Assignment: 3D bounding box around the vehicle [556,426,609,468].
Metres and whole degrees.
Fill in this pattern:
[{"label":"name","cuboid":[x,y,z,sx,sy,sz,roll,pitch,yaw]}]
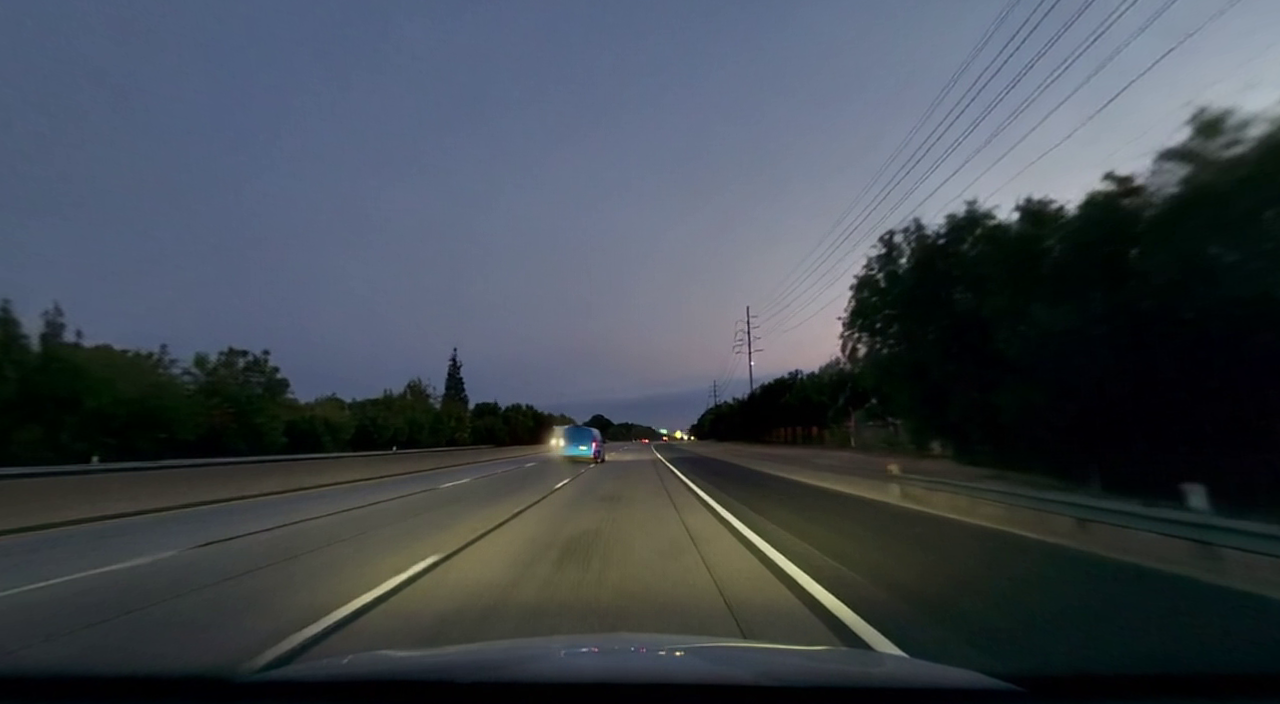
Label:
[{"label":"vehicle","cuboid":[-2.656,4.531,30.187,2.041,1.856,4.353,0,-8,1]}]
